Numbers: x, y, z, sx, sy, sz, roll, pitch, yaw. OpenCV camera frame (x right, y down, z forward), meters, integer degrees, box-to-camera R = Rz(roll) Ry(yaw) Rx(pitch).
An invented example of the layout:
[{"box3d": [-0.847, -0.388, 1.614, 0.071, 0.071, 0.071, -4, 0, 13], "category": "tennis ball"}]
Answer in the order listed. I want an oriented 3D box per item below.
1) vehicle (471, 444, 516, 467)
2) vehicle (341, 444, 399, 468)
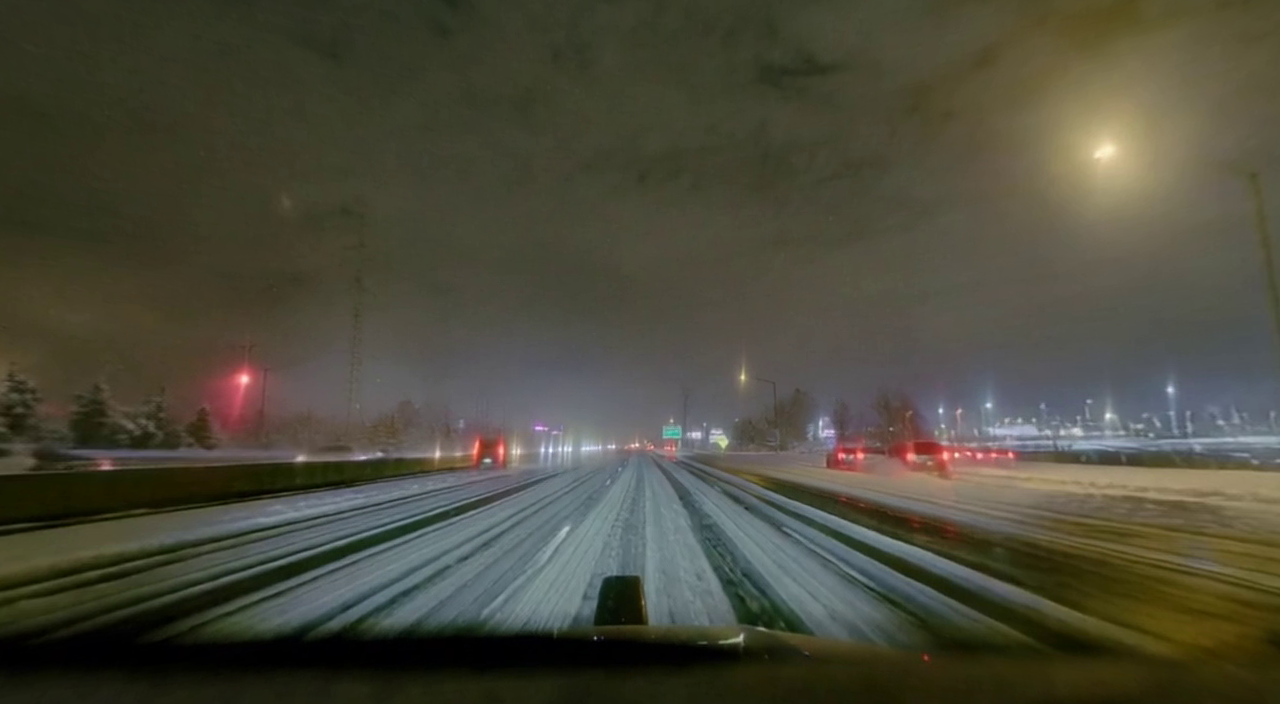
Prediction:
[{"box3d": [-9.988, 7.087, 43.110, 1.974, 1.513, 4.584, 0, -9, 0], "category": "vehicle"}, {"box3d": [-18.825, 7.264, 44.023, 2.026, 1.607, 4.471, 0, -9, 1], "category": "vehicle"}]
